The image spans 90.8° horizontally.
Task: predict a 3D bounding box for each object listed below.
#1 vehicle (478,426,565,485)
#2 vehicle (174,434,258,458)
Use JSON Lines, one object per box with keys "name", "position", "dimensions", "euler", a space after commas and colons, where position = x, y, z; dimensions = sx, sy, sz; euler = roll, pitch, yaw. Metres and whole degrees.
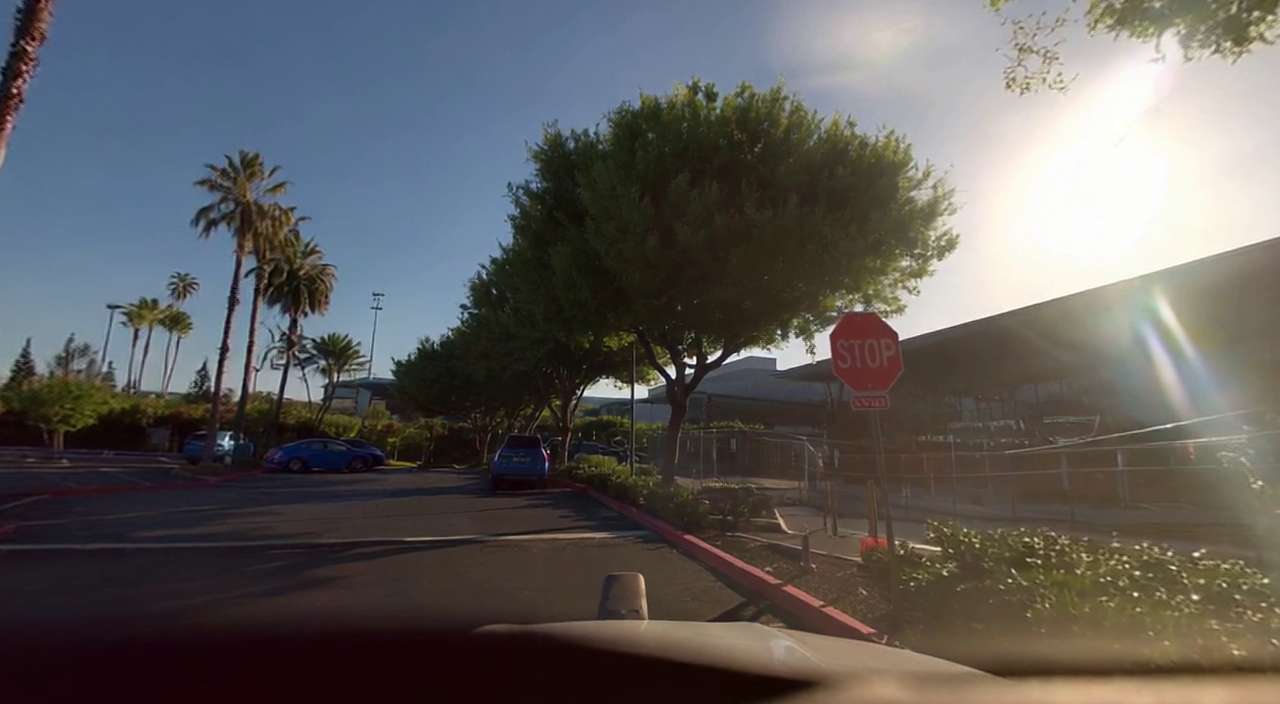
{"name": "vehicle", "position": [-4.013, 3.366, 20.825], "dimensions": [2.071, 1.700, 4.367], "euler": [3, -9, -20]}
{"name": "vehicle", "position": [-28.402, 6.330, 42.431], "dimensions": [4.457, 1.552, 1.748], "euler": [6, -10, -33]}
